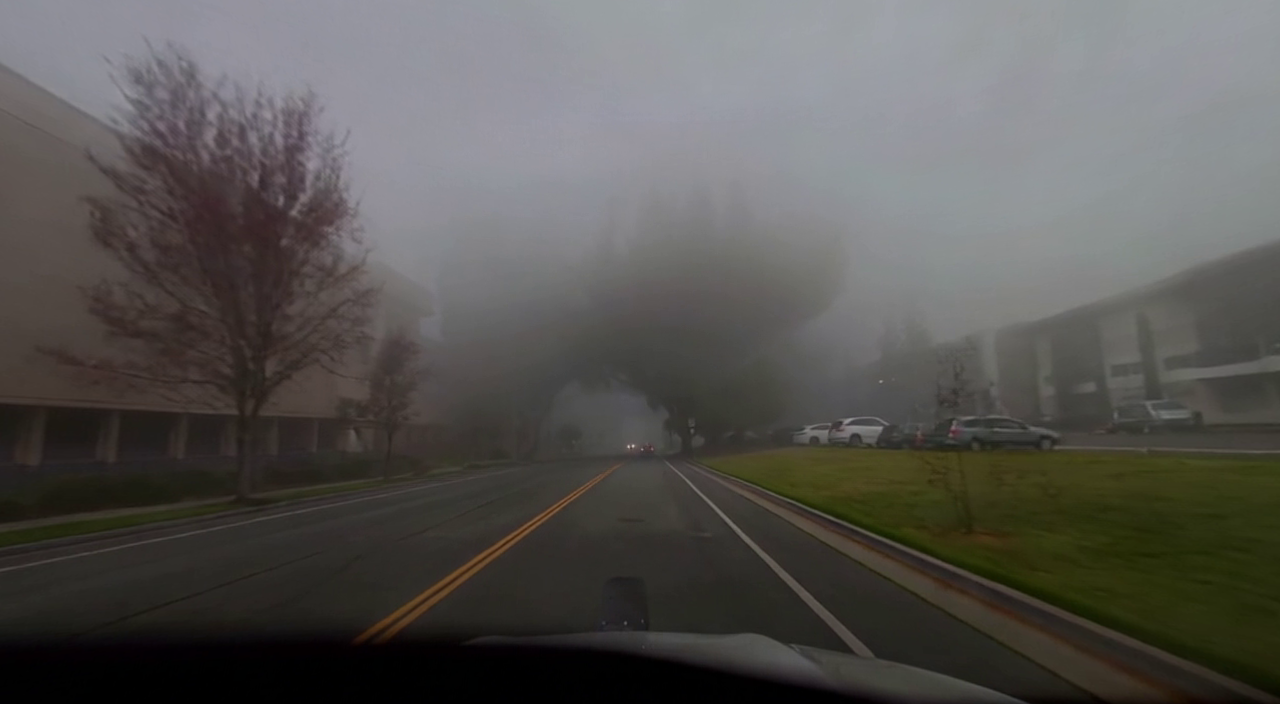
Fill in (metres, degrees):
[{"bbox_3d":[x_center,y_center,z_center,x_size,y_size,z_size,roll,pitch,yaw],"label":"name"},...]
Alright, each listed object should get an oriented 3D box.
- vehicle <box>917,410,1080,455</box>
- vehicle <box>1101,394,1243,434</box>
[{"bbox_3d":[12.624,2.886,22.388,4.529,1.490,2.168,1,-8,-6],"label":"vehicle"},{"bbox_3d":[25.674,3.039,30.547,4.864,1.797,2.150,0,-8,0],"label":"vehicle"}]
